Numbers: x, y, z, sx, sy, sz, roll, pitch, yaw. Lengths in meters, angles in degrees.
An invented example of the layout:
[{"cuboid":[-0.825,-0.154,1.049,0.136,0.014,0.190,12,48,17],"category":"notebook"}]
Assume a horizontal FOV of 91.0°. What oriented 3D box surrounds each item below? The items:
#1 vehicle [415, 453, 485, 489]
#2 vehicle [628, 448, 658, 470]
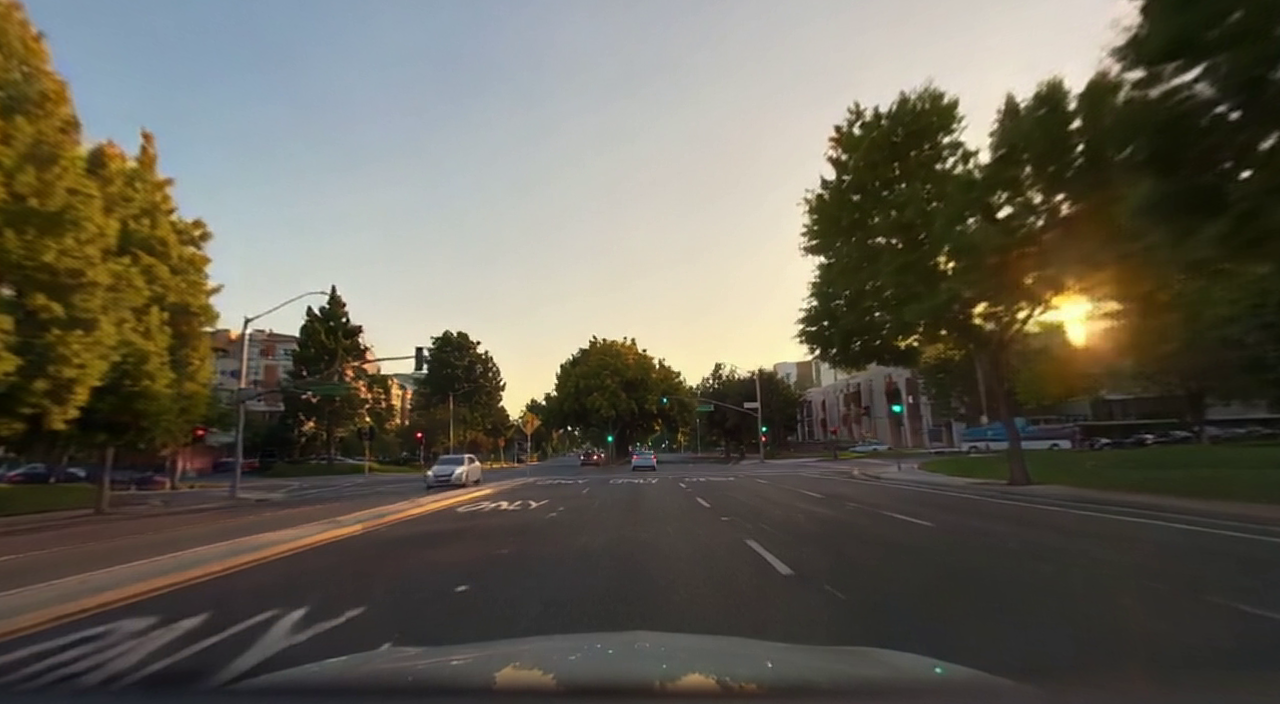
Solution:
[{"cuboid":[-8.734,5.464,29.324,1.887,1.480,4.446,0,-9,0],"category":"vehicle"},{"cuboid":[0.226,7.674,45.268,2.064,1.477,3.968,0,-9,0],"category":"vehicle"}]
